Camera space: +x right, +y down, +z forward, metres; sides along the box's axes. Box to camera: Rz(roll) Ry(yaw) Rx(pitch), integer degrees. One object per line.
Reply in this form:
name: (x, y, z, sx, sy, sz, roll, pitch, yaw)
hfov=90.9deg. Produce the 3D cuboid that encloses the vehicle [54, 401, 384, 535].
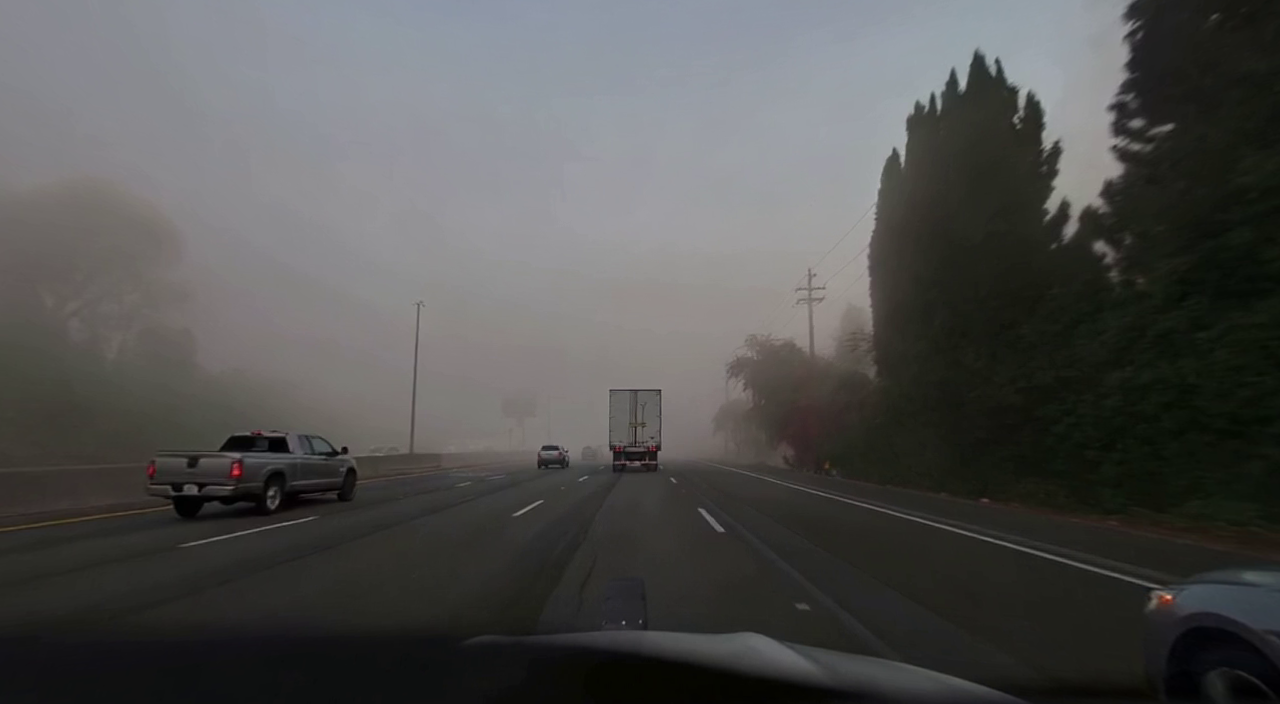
vehicle: (-7.297, 2.105, 12.099, 2.263, 1.936, 5.802, 0, -8, 1)

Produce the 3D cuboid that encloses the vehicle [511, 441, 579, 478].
vehicle: (-4.046, 4.680, 27.779, 2.138, 1.469, 4.677, 0, -8, 2)

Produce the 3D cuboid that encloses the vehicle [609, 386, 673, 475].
vehicle: (0.080, 4.358, 34.149, 2.879, 4.027, 11.243, 0, -8, 0)

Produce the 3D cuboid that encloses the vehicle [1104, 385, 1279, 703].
vehicle: (3.452, 0.637, 0.634, 2.118, 1.525, 5.138, 0, -8, 1)
